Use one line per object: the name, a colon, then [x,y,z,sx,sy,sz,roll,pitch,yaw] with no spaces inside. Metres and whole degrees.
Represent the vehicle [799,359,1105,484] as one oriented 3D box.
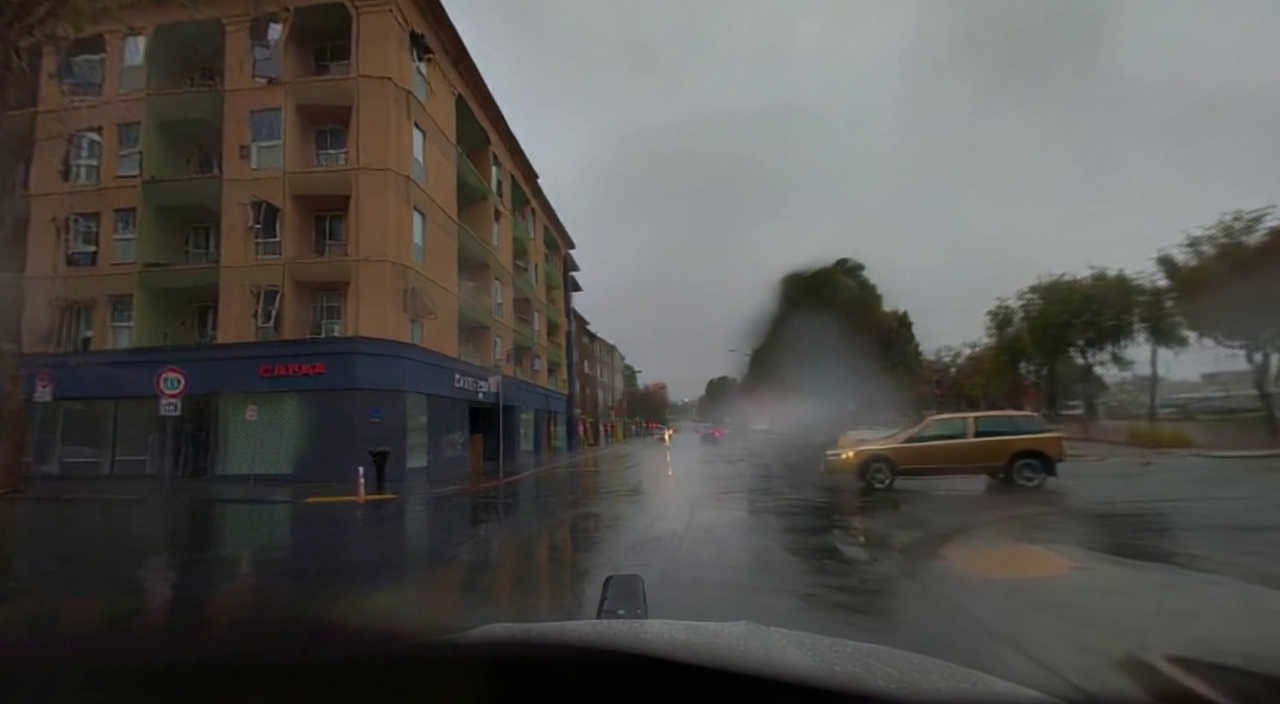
vehicle: [7.320,1.768,15.400,6.221,2.498,2.239,-7,-10,39]
